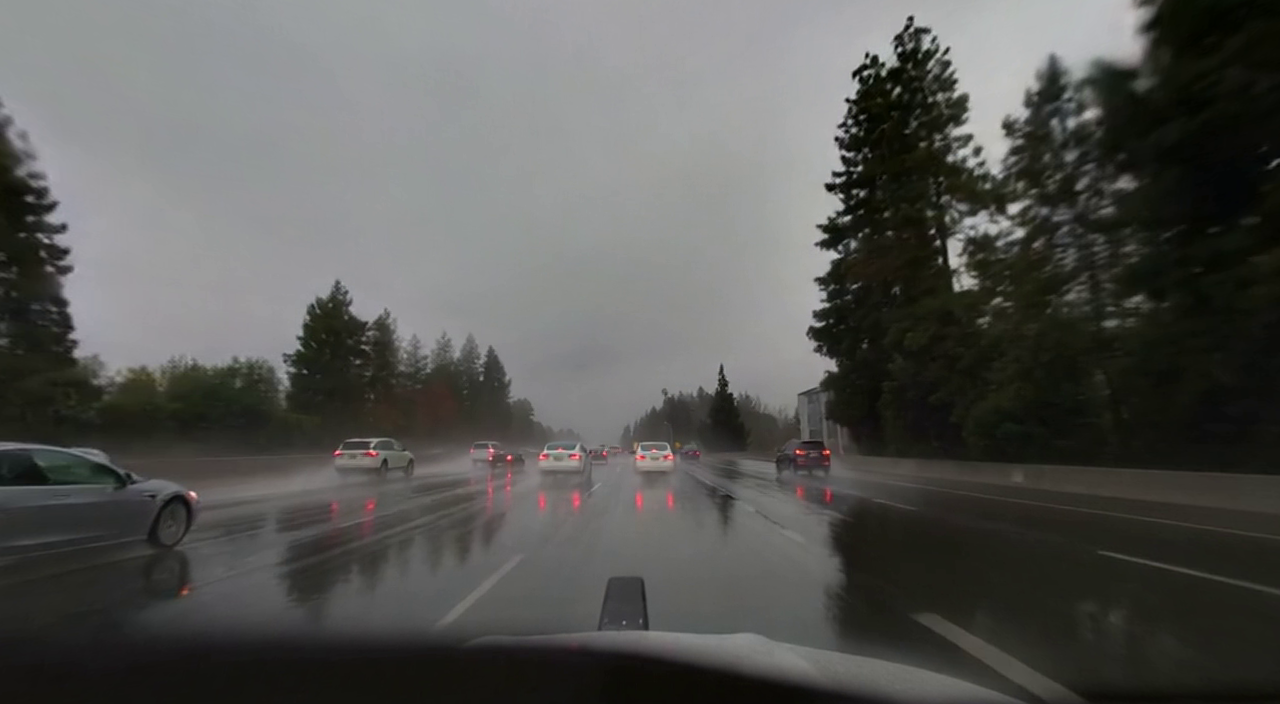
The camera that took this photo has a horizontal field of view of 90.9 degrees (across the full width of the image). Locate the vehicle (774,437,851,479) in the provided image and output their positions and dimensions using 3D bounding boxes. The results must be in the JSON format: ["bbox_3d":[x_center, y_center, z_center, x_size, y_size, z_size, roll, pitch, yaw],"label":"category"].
[{"bbox_3d":[7.755,4.788,28.794,2.071,1.754,4.484,0,-8,-2],"label":"vehicle"}]

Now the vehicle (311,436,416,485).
[{"bbox_3d":[-10.388,4.092,24.101,1.947,1.683,4.331,-1,-8,1],"label":"vehicle"}]

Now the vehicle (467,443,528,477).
[{"bbox_3d":[-6.681,5.090,29.947,1.886,1.455,4.148,-1,-8,1],"label":"vehicle"}]

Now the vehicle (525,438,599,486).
[{"bbox_3d":[-2.782,4.056,23.625,2.102,1.624,4.257,-1,-8,2],"label":"vehicle"}]

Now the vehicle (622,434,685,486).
[{"bbox_3d":[0.474,3.947,23.382,2.114,1.715,4.136,-1,-8,1],"label":"vehicle"}]

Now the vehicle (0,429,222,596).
[{"bbox_3d":[-6.745,1.513,6.154,2.116,1.473,4.644,0,-8,0],"label":"vehicle"}]
